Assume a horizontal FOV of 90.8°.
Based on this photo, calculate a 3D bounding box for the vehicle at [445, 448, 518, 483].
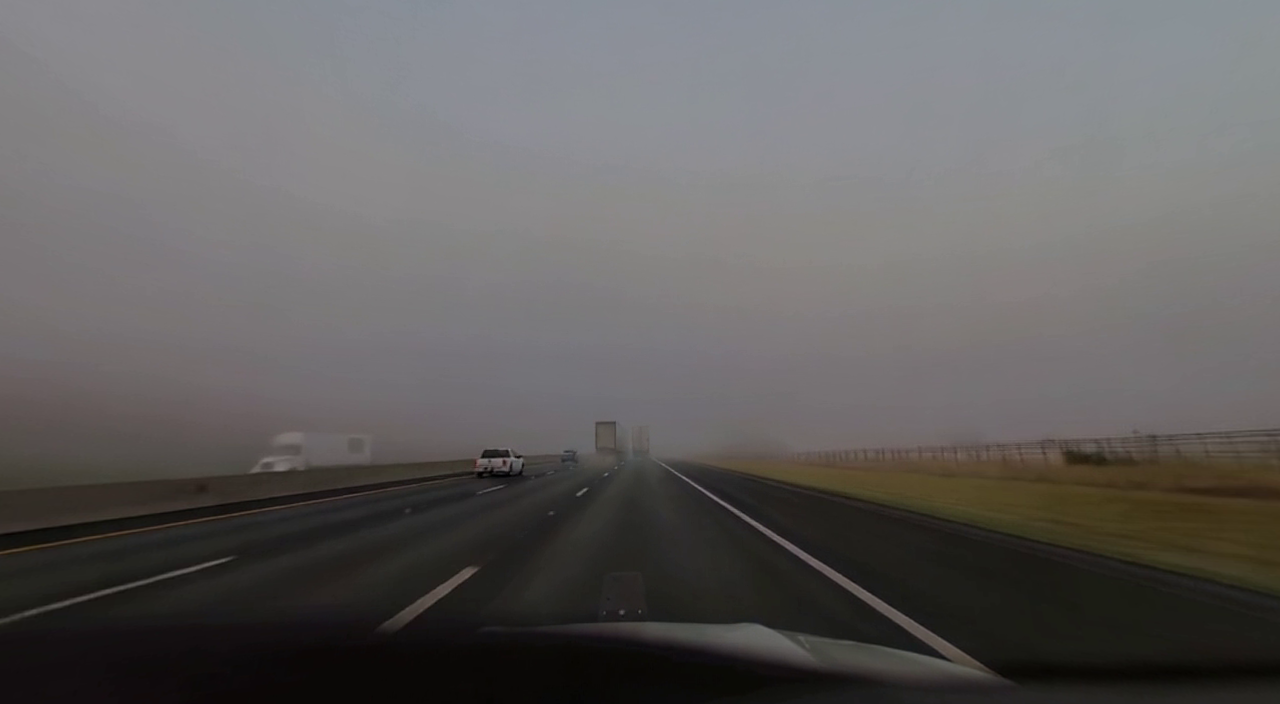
[{"bbox_3d":[-7.139,5.176,29.055,2.036,1.474,5.011,0,-9,0],"label":"vehicle"}]

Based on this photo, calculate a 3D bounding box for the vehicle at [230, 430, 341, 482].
[{"bbox_3d":[-20.610,6.105,37.227,2.258,2.775,7.014,0,-9,1],"label":"vehicle"}]
